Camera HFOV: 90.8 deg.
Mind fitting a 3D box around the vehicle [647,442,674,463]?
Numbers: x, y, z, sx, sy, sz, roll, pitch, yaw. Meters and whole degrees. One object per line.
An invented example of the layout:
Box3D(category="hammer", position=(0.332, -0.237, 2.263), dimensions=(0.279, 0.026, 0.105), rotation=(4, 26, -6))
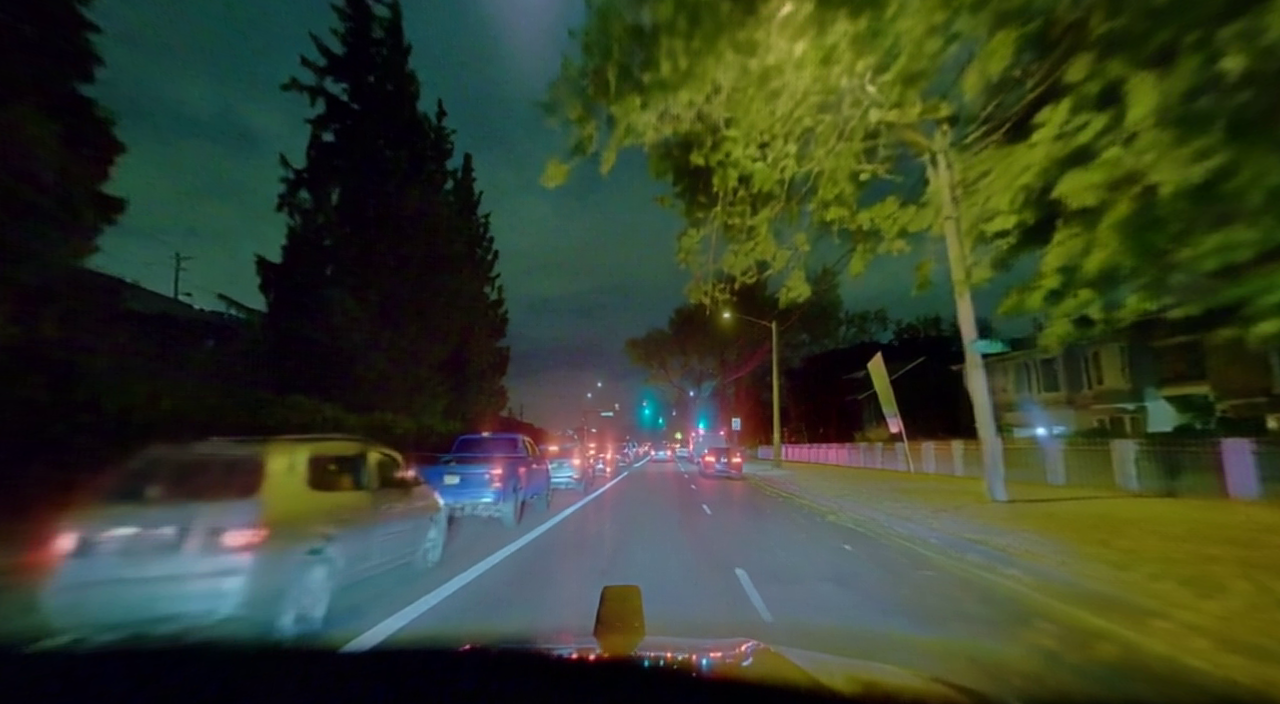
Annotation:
Box3D(category="vehicle", position=(1.531, 7.407, 46.632), dimensions=(1.927, 1.453, 3.848), rotation=(-1, -9, 3))

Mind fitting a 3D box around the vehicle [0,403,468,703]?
Box3D(category="vehicle", position=(-2.762, 1.228, 4.323), dimensions=(1.807, 1.475, 3.952), rotation=(-1, -9, 4))

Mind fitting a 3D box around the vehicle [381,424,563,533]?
Box3D(category="vehicle", position=(-2.842, 2.273, 11.936), dimensions=(1.971, 1.639, 4.487), rotation=(-1, -9, 3))

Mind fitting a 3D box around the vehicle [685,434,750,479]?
Box3D(category="vehicle", position=(3.131, 4.353, 26.564), dimensions=(2.258, 1.682, 4.635), rotation=(0, -9, 1))
